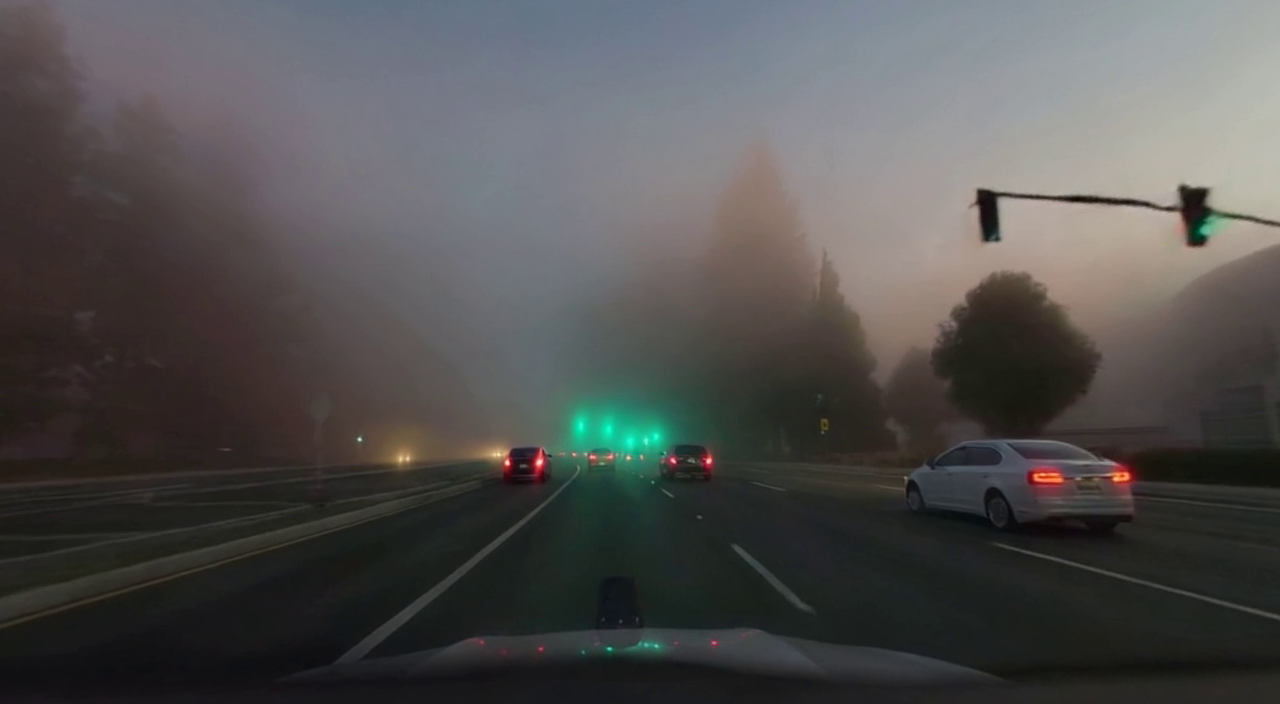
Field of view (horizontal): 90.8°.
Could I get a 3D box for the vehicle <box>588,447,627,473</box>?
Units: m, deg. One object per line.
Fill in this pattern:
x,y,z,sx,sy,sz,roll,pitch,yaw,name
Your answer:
-2.034,6.500,38.293,2.155,1.486,4.403,0,-8,-5,vehicle

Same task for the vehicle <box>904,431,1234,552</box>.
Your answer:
6.052,1.987,9.753,1.945,1.408,4.288,0,-8,-3,vehicle

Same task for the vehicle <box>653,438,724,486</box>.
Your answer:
1.800,4.285,25.020,2.161,1.716,4.194,0,-8,-4,vehicle

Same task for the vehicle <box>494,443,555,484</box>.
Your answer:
-5.106,4.991,28.564,2.172,1.671,4.175,0,-8,-3,vehicle
